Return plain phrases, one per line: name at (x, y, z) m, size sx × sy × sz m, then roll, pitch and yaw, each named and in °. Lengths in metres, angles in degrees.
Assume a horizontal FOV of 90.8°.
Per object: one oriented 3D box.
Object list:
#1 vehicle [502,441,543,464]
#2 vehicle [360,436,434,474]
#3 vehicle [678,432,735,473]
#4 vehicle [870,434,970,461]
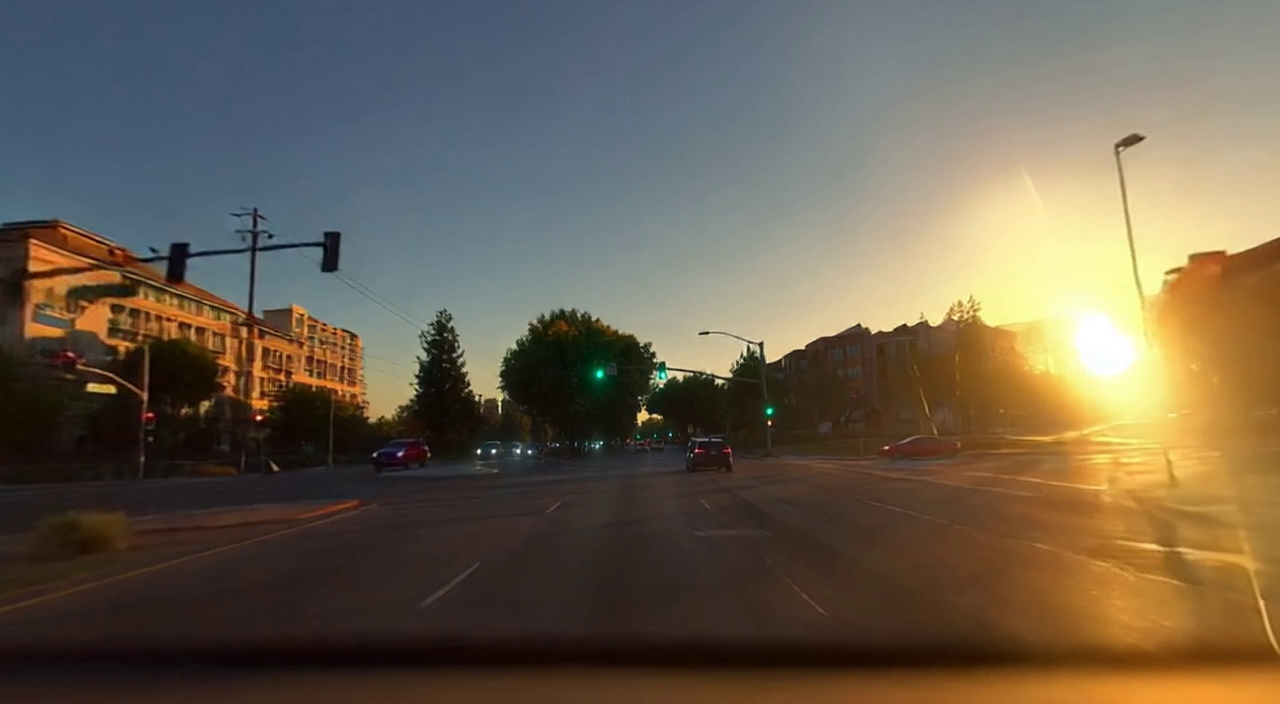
vehicle at (-8.070, 6.935, 43.797) m, size 1.963 × 1.472 × 4.584 m, roll -1°, pitch -8°, yaw 0°
vehicle at (-12.245, 5.221, 32.171) m, size 1.951 × 1.759 × 4.518 m, roll -1°, pitch -8°, yaw 0°
vehicle at (3.033, 4.701, 29.723) m, size 2.069 × 1.761 × 4.610 m, roll 0°, pitch -8°, yaw -1°
vehicle at (16.404, 5.610, 37.249) m, size 4.839 × 1.490 × 2.134 m, roll -1°, pitch -8°, yaw 4°
